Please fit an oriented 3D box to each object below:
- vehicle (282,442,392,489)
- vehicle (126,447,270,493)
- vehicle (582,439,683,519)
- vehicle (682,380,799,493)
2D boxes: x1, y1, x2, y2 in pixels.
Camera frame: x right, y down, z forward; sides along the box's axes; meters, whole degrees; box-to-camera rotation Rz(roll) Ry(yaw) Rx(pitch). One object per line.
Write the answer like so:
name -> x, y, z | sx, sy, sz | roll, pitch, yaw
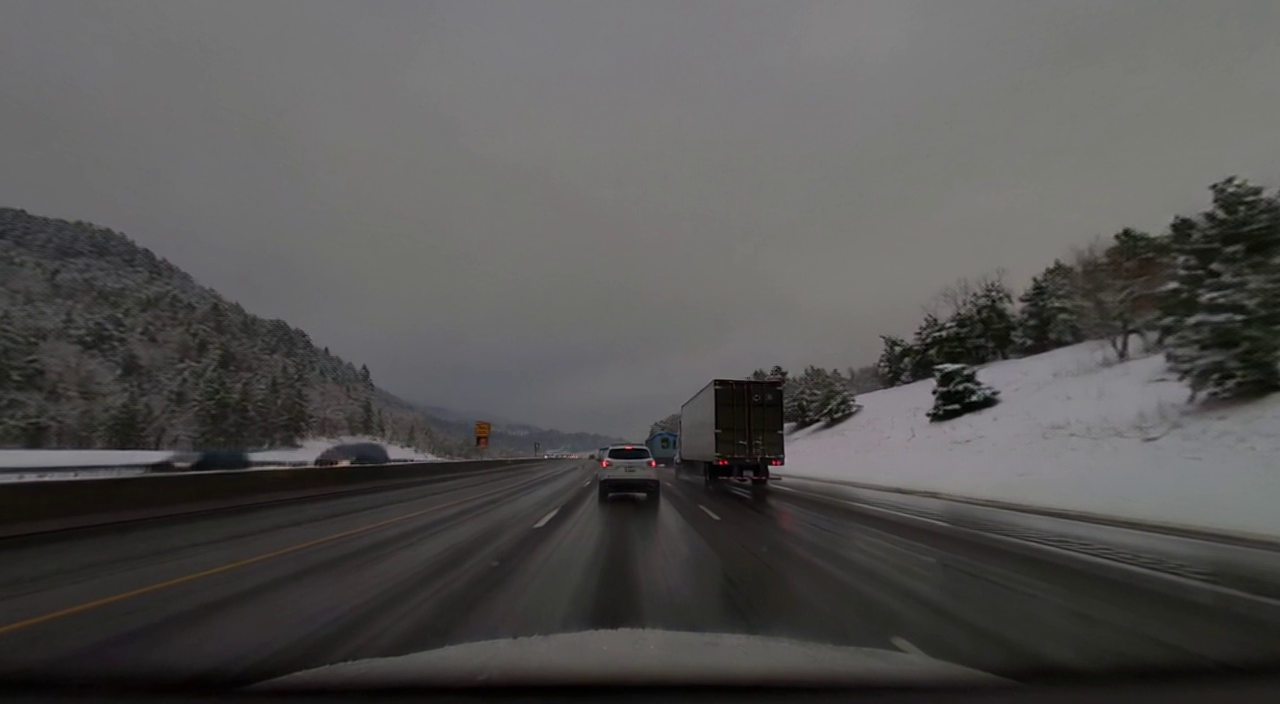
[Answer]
vehicle -> -11.374, 4.289, 24.083 | 2.089, 1.615, 4.363 | 0, -9, -1
vehicle -> -15.745, 4.205, 22.846 | 2.005, 1.495, 4.508 | 0, -9, -1
vehicle -> -0.173, 2.967, 15.181 | 2.109, 1.639, 3.768 | 0, -9, -1
vehicle -> 4.052, 4.097, 29.640 | 2.812, 4.024, 14.098 | 0, -9, -1
